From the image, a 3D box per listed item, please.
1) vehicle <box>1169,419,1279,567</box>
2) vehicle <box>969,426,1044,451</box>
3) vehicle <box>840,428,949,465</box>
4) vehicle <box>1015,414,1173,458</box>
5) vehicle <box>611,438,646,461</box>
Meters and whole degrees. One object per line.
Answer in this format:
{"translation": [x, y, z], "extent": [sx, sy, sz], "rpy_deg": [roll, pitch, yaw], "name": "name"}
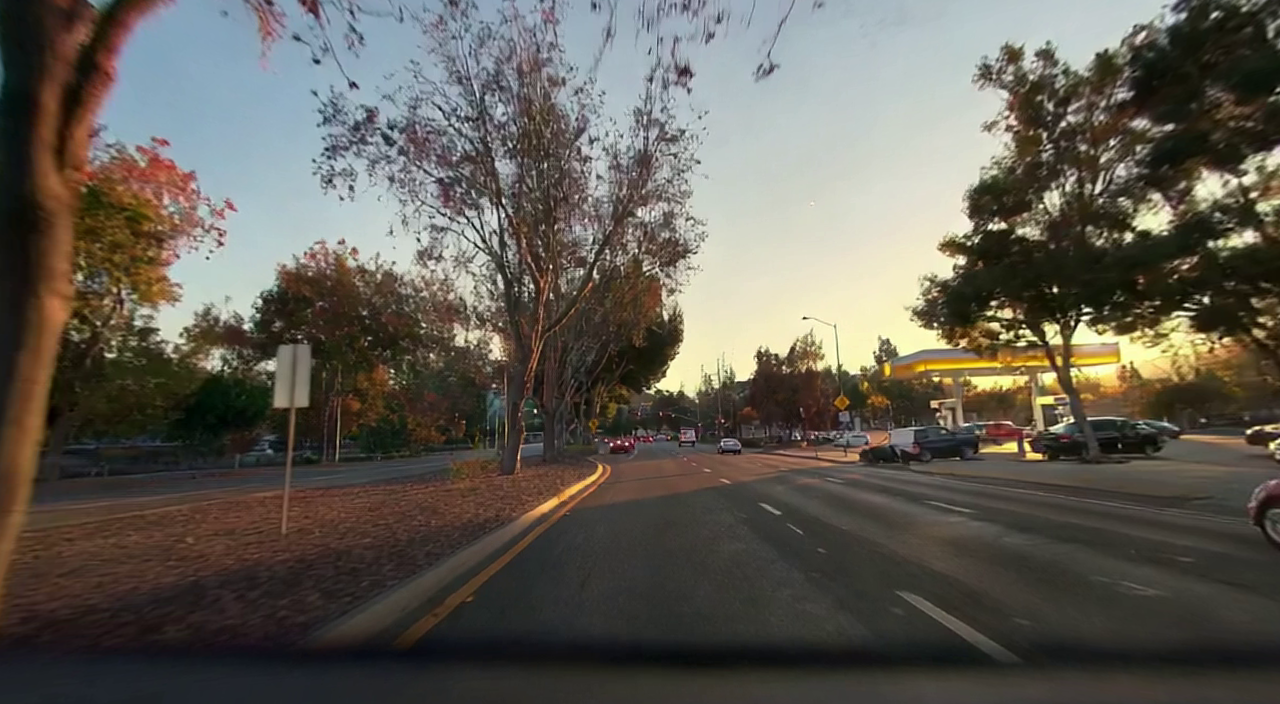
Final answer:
{"translation": [7.373, 1.241, 5.224], "extent": [1.880, 1.472, 4.694], "rpy_deg": [0, -9, 0], "name": "vehicle"}
{"translation": [24.806, 5.900, 42.813], "extent": [4.079, 1.632, 1.961], "rpy_deg": [-4, -9, 23], "name": "vehicle"}
{"translation": [13.014, 4.915, 32.638], "extent": [4.960, 1.802, 2.068], "rpy_deg": [-3, -9, 17], "name": "vehicle"}
{"translation": [21.705, 4.130, 30.545], "extent": [5.770, 1.976, 2.347], "rpy_deg": [-5, -10, 26], "name": "vehicle"}
{"translation": [-0.861, 6.633, 43.100], "extent": [2.032, 1.461, 4.173], "rpy_deg": [1, -9, -6], "name": "vehicle"}
